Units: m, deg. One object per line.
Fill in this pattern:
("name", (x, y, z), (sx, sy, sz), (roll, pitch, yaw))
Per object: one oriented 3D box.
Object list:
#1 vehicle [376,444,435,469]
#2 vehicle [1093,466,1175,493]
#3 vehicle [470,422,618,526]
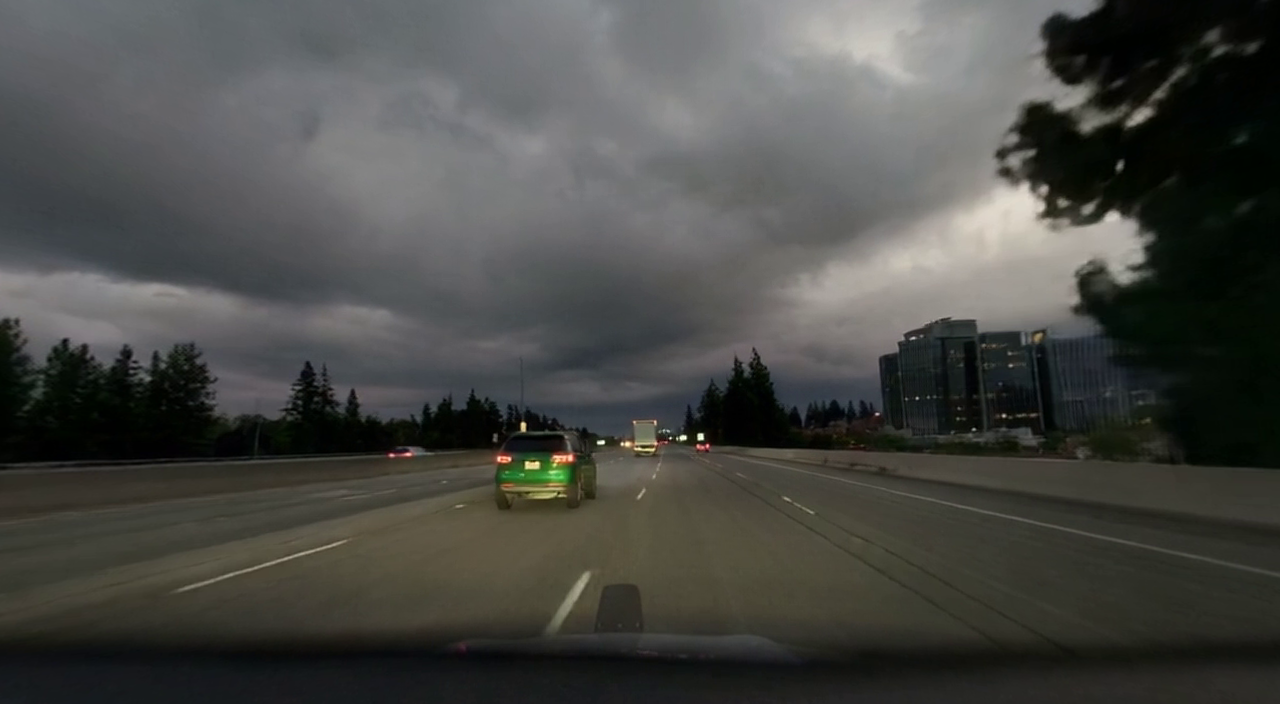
("vehicle", (-15.478, 6.900, 41.801), (1.965, 1.503, 4.579), (0, -9, 3))
("vehicle", (36.812, 9.488, 47.116), (1.978, 1.662, 5.032), (1, -9, -1))
("vehicle", (-1.722, 2.416, 13.000), (2.111, 1.742, 4.315), (0, -9, 4))
